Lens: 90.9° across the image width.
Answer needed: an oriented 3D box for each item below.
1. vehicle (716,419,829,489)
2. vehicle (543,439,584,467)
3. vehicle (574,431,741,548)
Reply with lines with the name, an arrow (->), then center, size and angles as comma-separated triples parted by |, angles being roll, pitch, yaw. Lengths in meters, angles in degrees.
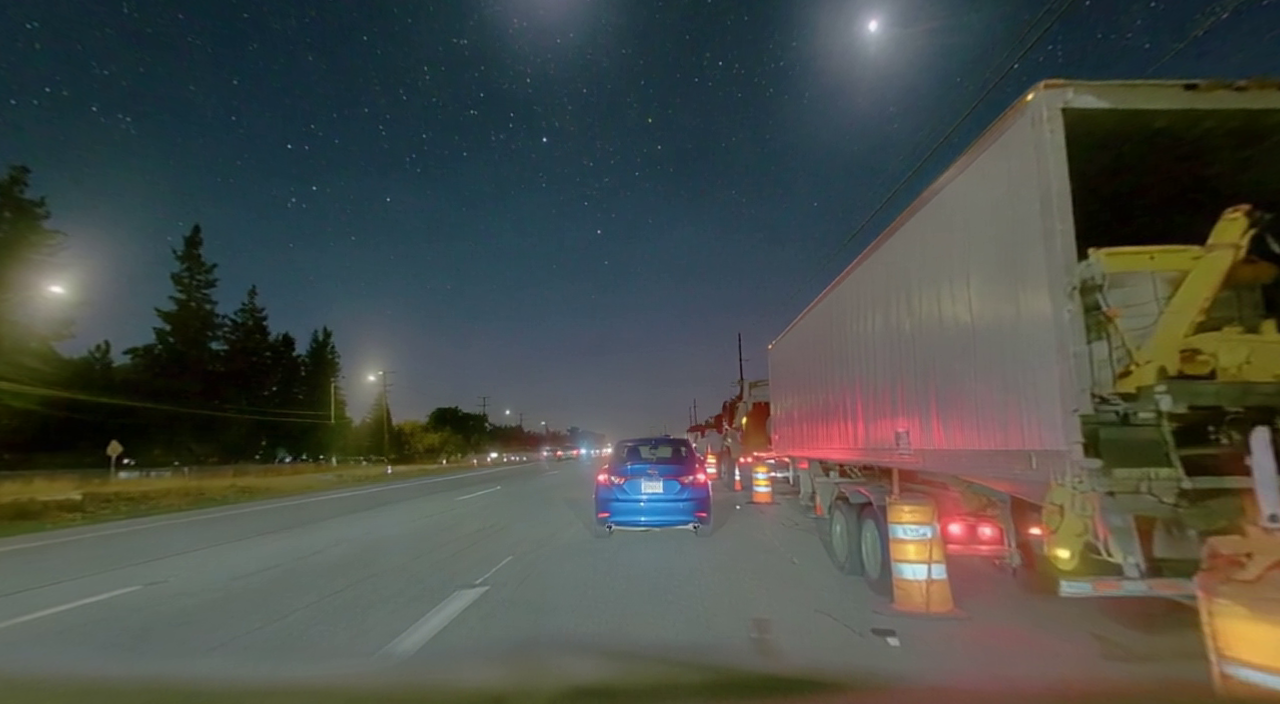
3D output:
vehicle -> 4.225, 3.429, 21.425 | 2.555, 2.017, 6.201 | 0, -8, 1
vehicle -> -4.993, 6.641, 41.763 | 1.963, 1.721, 4.467 | -1, -8, 3
vehicle -> 0.232, 2.077, 10.222 | 2.128, 1.473, 4.272 | 0, -8, 0
